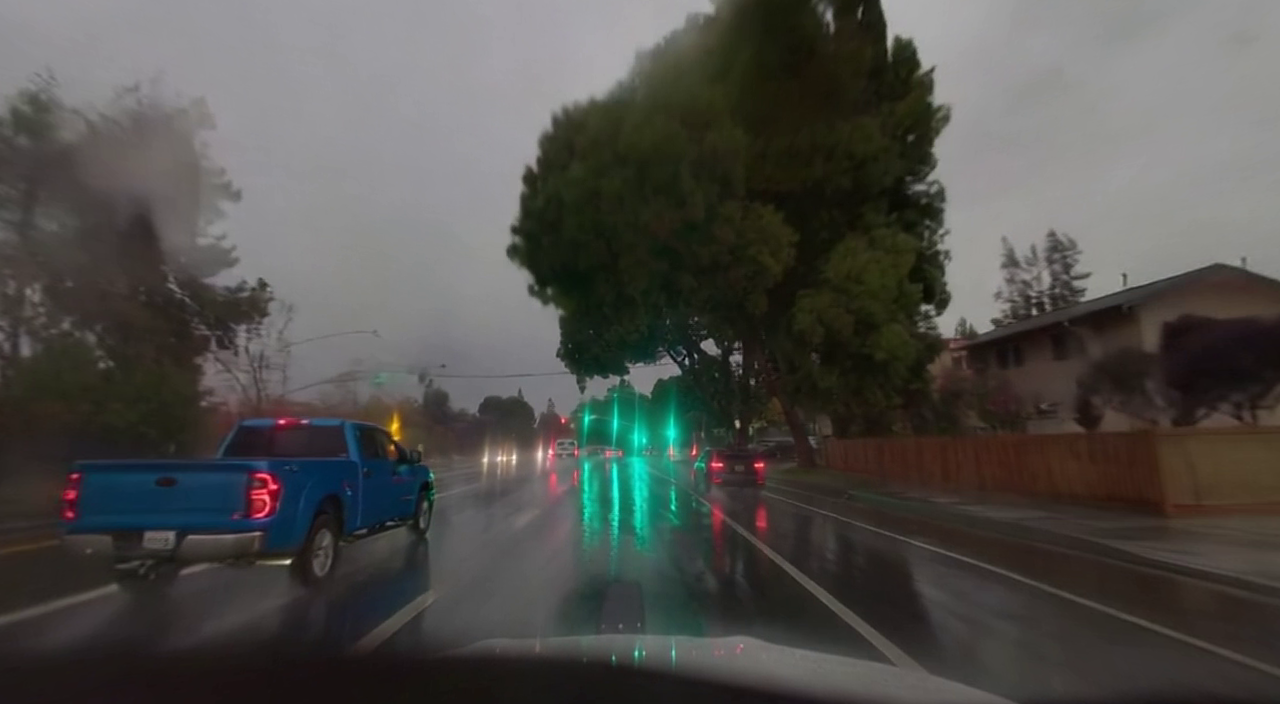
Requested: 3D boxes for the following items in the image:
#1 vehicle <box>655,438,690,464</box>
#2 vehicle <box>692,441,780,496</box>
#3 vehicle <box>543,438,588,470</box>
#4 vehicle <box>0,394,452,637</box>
[{"bbox_3d":[2.374,7.320,46.922,2.099,1.845,4.363,0,-8,-3],"label":"vehicle"},{"bbox_3d":[2.764,3.439,19.132,1.884,1.463,4.195,0,-8,-2],"label":"vehicle"},{"bbox_3d":[-4.400,6.098,37.978,2.218,1.829,4.492,0,-8,-1],"label":"vehicle"},{"bbox_3d":[-4.006,1.560,7.266,2.111,1.745,5.274,0,-8,-1],"label":"vehicle"}]
